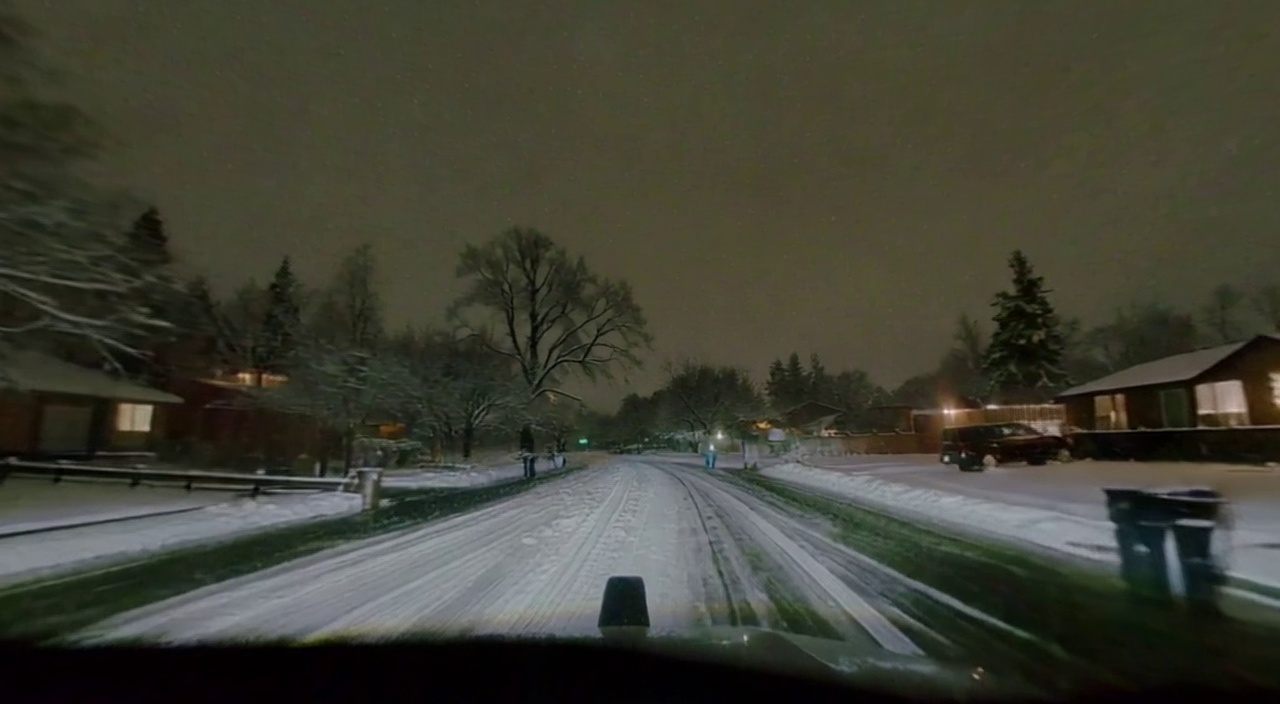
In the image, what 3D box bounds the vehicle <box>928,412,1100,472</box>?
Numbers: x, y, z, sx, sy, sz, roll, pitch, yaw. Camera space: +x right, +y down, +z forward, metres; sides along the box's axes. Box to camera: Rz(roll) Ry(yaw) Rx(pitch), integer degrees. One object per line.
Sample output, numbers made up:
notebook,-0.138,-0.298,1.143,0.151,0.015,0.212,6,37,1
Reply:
vehicle,12.436,3.031,21.157,4.581,1.853,2.024,2,-8,-7
